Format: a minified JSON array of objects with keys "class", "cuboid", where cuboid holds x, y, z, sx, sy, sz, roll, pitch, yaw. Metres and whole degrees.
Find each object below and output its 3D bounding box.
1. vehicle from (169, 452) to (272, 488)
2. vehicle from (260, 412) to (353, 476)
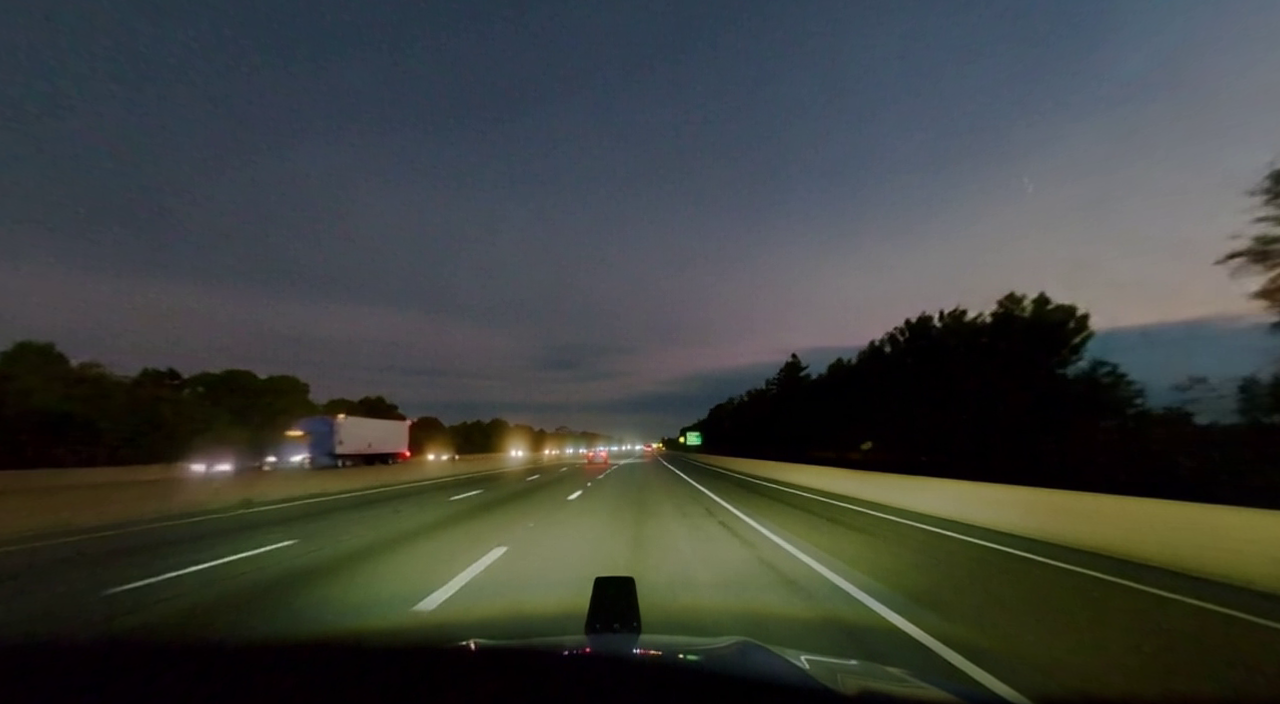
[{"class":"vehicle","cuboid":[-19.034,5.344,28.689,1.811,1.483,4.111,0,-9,1]},{"class":"vehicle","cuboid":[-23.270,6.513,44.201,2.995,4.155,6.089,1,-9,0]}]
